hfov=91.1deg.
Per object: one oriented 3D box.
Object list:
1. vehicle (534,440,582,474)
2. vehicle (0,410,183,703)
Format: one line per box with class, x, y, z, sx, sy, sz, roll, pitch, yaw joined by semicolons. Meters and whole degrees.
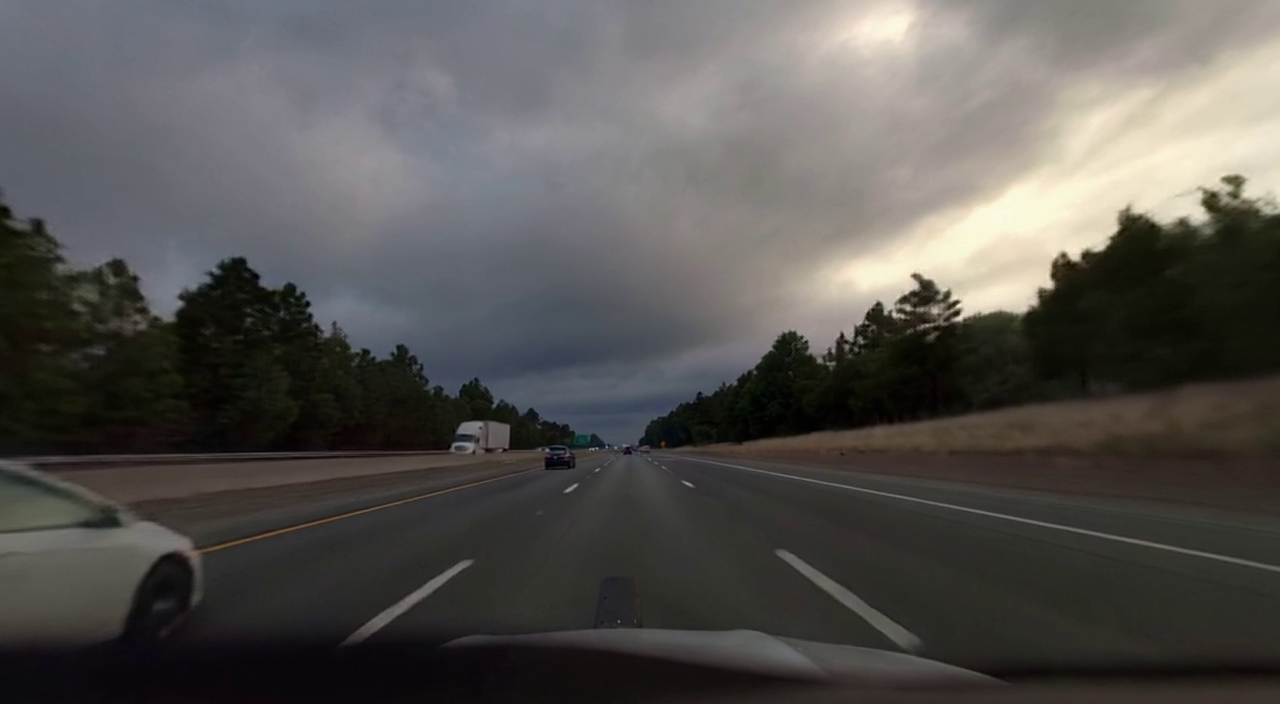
vehicle;-4.464;5.797;34.932;2.111;1.717;4.426;0;-9;0
vehicle;-4.174;0.898;2.093;2.018;1.497;4.399;0;-9;-1
